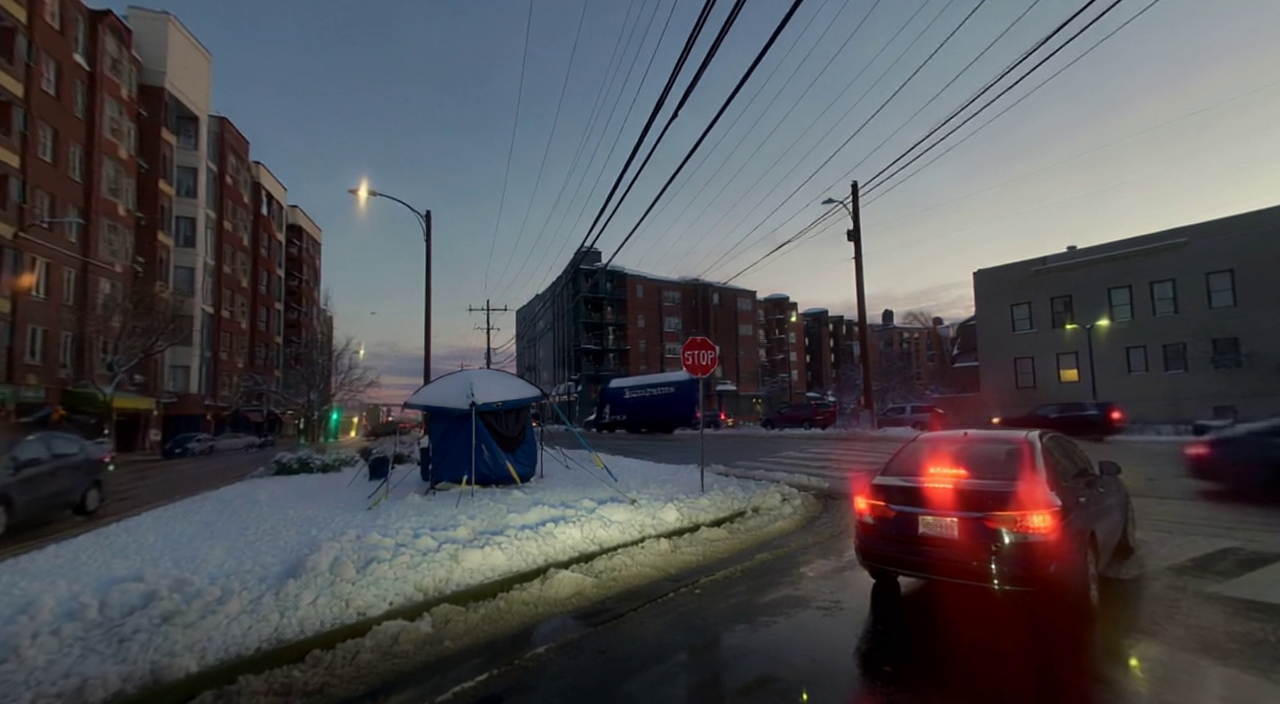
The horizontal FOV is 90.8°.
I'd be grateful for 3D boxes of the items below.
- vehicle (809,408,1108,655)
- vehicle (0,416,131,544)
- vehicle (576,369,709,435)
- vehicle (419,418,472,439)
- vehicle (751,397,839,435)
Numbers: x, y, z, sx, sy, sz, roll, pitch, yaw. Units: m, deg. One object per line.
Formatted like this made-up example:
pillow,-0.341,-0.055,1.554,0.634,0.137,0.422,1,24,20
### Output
vehicle,3.403,1.544,6.599,1.945,1.647,4.160,-6,-10,32
vehicle,-10.048,1.963,9.907,1.987,1.686,3.971,0,-8,-20
vehicle,-0.023,2.841,33.877,7.172,3.075,2.584,-7,-10,41
vehicle,-15.167,5.976,49.167,2.089,1.506,4.641,7,-11,-41
vehicle,8.250,3.507,33.991,1.805,1.694,4.214,10,-14,-44
